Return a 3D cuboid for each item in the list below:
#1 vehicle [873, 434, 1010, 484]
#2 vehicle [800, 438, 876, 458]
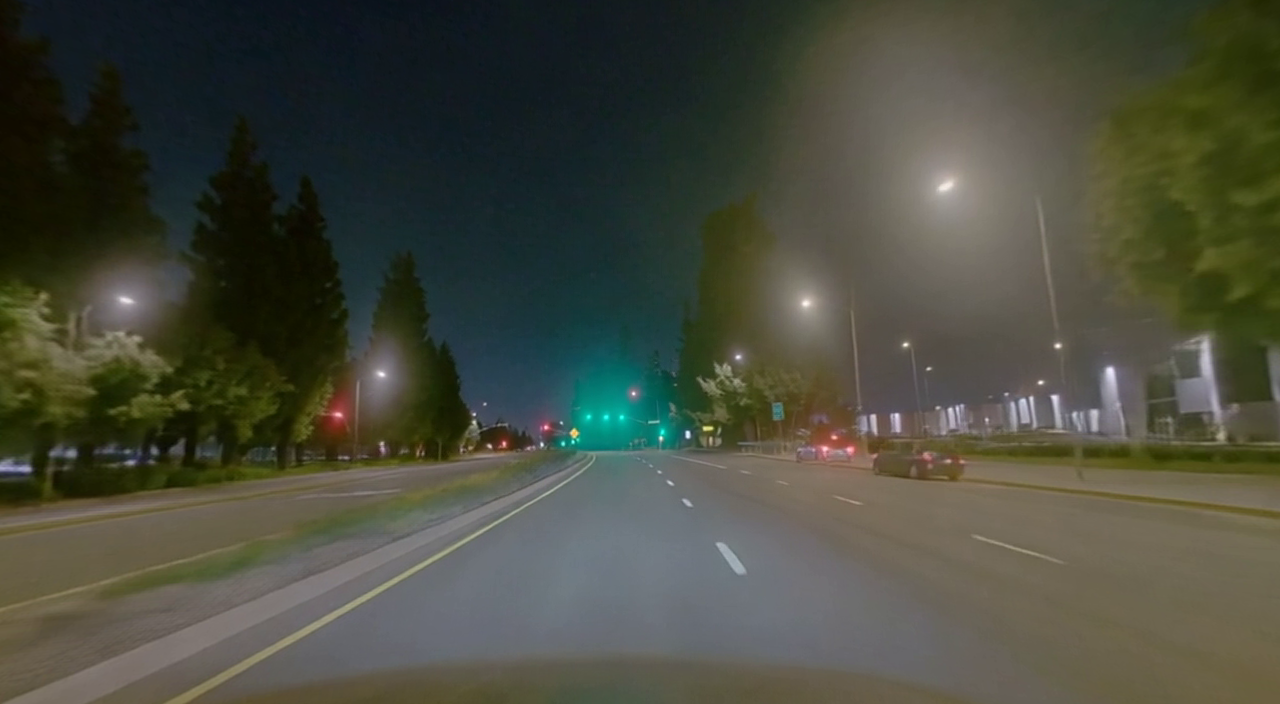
[{"bbox_3d":[10.510,3.759,22.548,2.034,1.551,5.228,1,-8,-4],"label":"vehicle"},{"bbox_3d":[14.745,7.160,47.116,4.982,1.441,1.951,0,-8,-3],"label":"vehicle"}]
